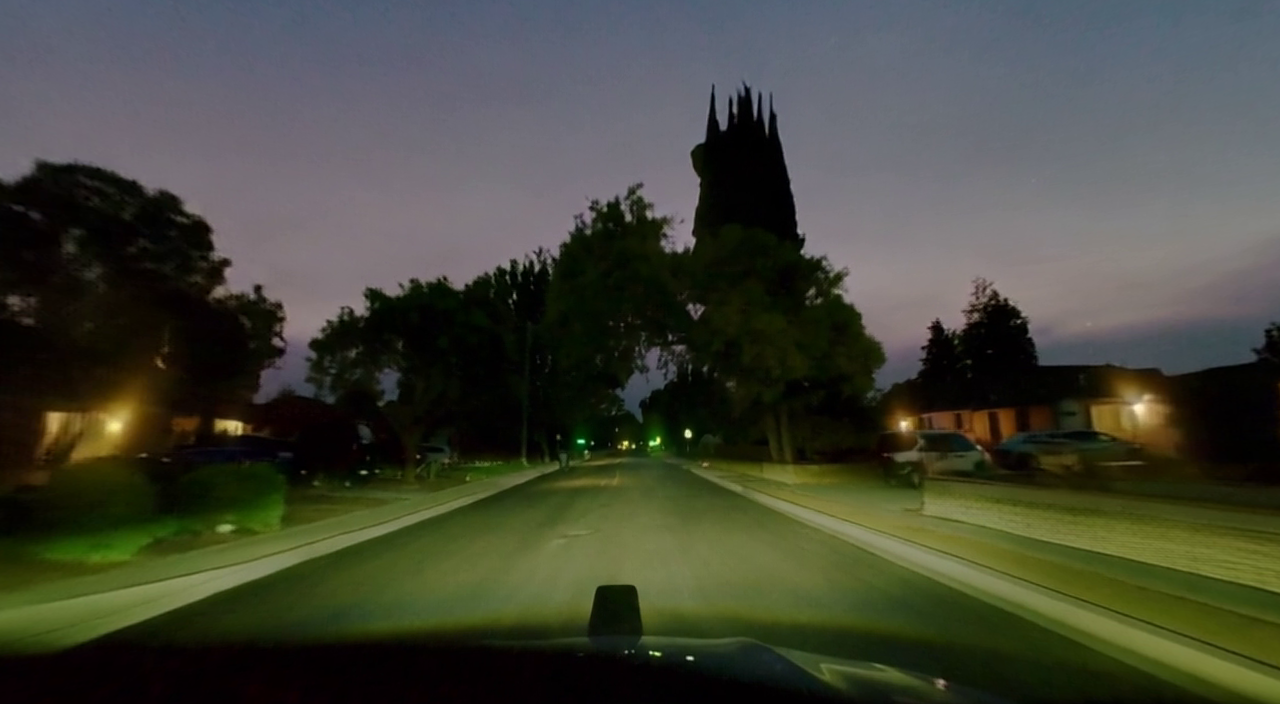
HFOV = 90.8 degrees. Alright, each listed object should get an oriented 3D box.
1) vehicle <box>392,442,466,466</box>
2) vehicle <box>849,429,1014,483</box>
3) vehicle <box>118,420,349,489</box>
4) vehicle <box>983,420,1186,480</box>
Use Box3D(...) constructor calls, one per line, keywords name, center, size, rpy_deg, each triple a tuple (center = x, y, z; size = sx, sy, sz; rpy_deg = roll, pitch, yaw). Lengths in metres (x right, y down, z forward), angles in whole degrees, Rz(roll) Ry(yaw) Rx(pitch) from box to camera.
Box3D(name="vehicle", center=(-13.893, 6.712, 41.786), size=(4.190, 1.529, 1.880), rpy_deg=(0, -8, -4))
Box3D(name="vehicle", center=(9.750, 3.516, 21.435), size=(4.582, 1.719, 1.947), rpy_deg=(0, -8, -1))
Box3D(name="vehicle", center=(-12.511, 3.195, 19.801), size=(5.618, 1.997, 2.201), rpy_deg=(0, -9, -1))
Box3D(name="vehicle", center=(15.220, 3.408, 21.889), size=(5.395, 1.917, 2.153), rpy_deg=(1, -9, -2))
